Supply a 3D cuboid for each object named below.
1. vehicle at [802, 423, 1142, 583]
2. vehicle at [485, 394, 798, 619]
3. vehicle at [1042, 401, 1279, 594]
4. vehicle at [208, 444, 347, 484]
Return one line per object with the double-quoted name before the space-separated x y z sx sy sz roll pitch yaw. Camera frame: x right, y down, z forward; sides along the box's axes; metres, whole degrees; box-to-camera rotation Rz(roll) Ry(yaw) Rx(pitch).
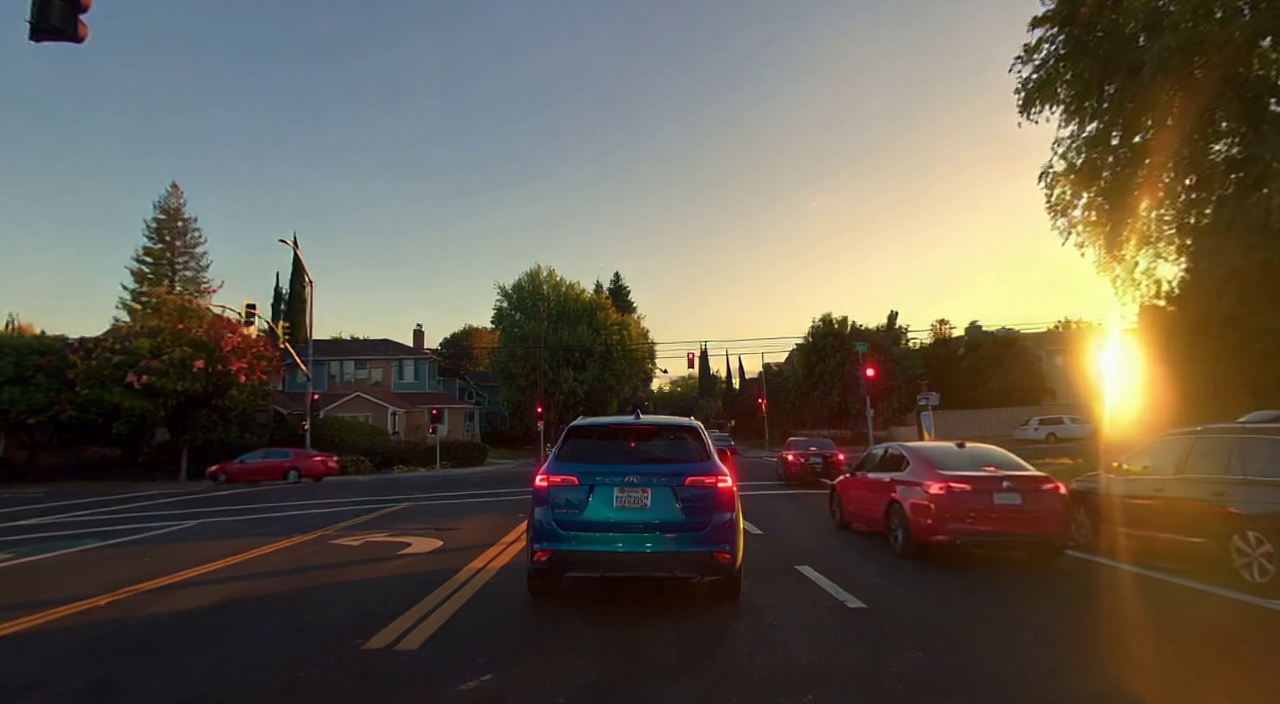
"vehicle" 3.827 1.809 8.534 2.077 1.527 4.755 0 -8 1
"vehicle" 0.047 1.472 6.951 2.322 1.667 4.367 0 -8 1
"vehicle" 7.022 1.527 7.003 1.989 1.791 4.735 0 -8 1
"vehicle" -14.698 4.546 25.918 4.723 1.486 1.800 4 -9 -25
